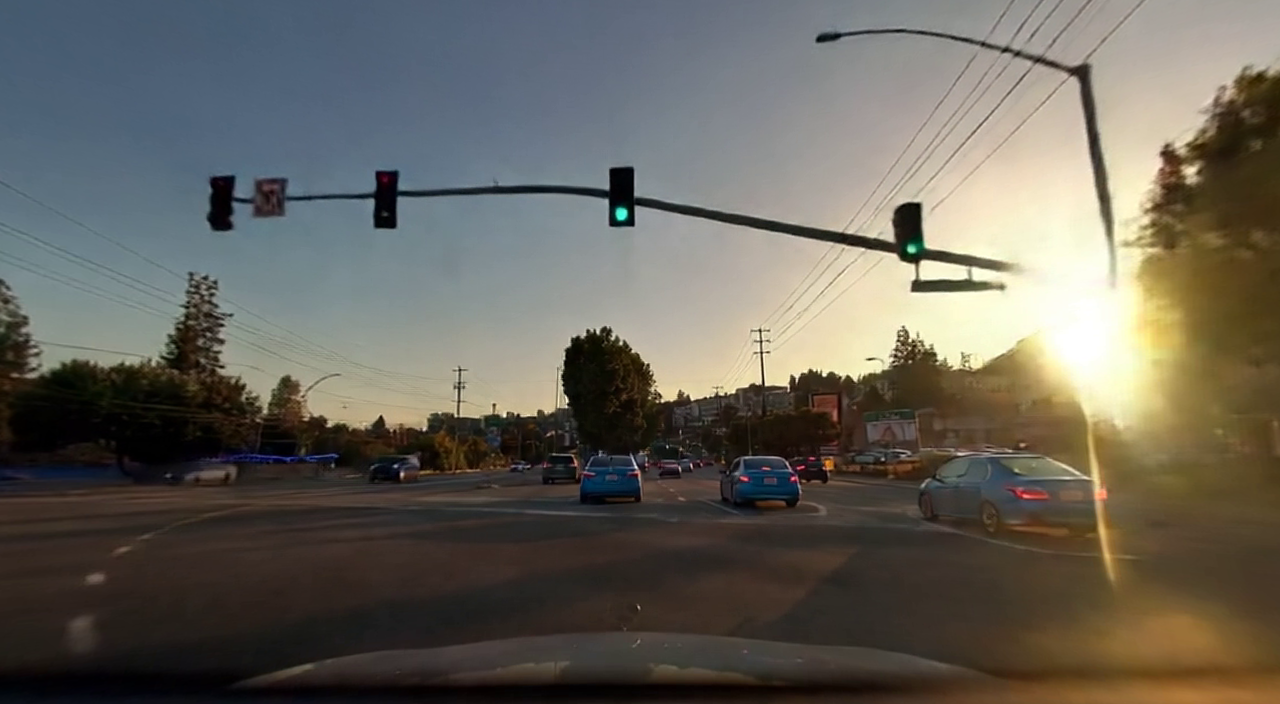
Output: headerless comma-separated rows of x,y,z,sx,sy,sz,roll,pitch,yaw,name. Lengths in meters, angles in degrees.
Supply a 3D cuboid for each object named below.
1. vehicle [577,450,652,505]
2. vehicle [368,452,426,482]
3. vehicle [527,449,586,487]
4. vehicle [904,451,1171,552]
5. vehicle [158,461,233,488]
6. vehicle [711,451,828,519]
-0.734,3.798,19.595,2.065,1.464,4.216,0,-9,-1,vehicle
-16.405,7.752,42.909,2.064,1.827,4.647,0,-9,1,vehicle
-3.727,5.287,29.123,2.073,1.606,4.364,0,-9,1,vehicle
6.901,2.592,11.734,2.004,1.455,4.417,0,-9,-1,vehicle
-27.489,7.575,39.208,1.859,1.482,3.717,0,-9,2,vehicle
3.236,3.407,16.784,2.053,1.490,4.464,0,-9,-1,vehicle
